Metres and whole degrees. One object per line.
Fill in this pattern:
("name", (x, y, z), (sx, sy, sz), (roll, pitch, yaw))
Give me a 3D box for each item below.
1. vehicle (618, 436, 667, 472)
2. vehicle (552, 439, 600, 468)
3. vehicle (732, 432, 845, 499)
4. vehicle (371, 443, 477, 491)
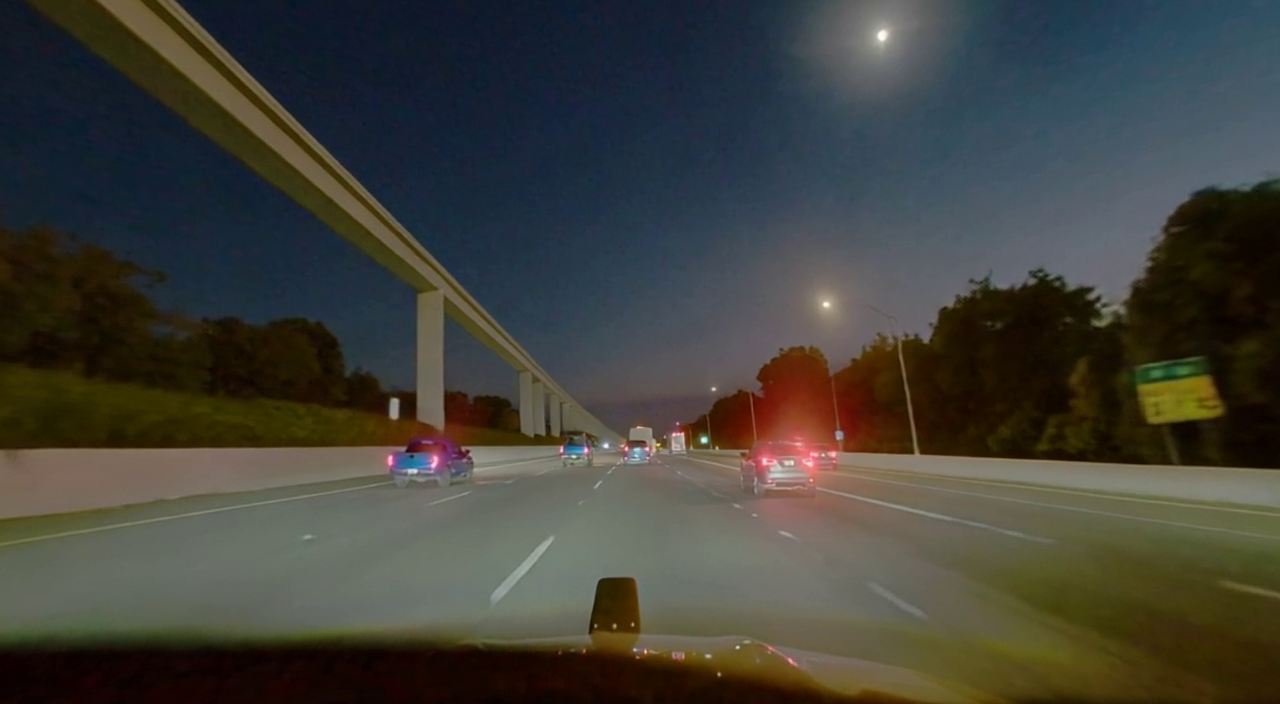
("vehicle", (0.125, 5.774, 35.985), (2.572, 1.837, 5.693), (0, -9, 0))
("vehicle", (-4.011, 6.500, 40.654), (2.535, 1.715, 5.030), (0, -9, 0))
("vehicle", (3.984, 3.127, 17.748), (2.119, 1.653, 4.000), (0, -9, -1))
("vehicle", (-7.188, 3.841, 21.588), (1.947, 1.444, 4.595), (0, -9, 1))
